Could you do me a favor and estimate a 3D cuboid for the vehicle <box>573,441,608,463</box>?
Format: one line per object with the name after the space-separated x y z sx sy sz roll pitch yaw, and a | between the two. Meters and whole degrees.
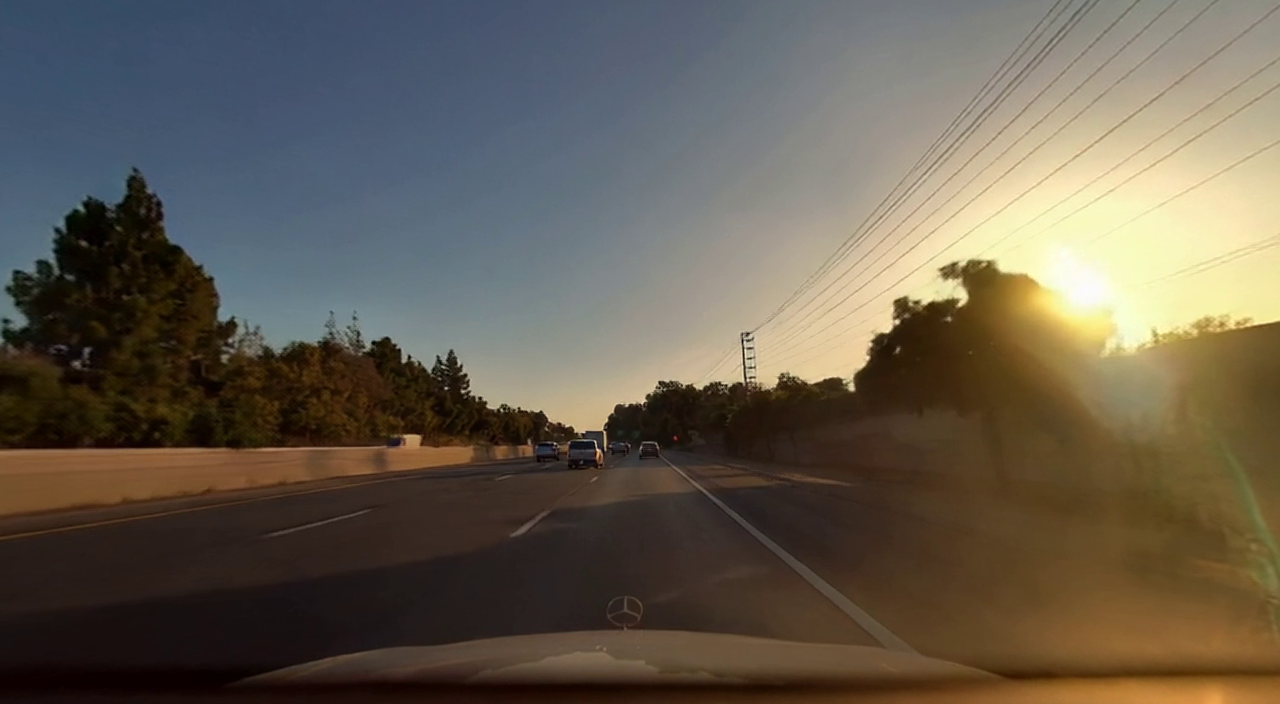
-3.367 6.878 43.282 2.046 1.478 4.111 0 -8 1 | vehicle

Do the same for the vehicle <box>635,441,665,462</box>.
0.706 7.261 45.868 2.057 1.453 3.926 0 -8 0 | vehicle

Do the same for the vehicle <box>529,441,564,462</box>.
-7.007 7.501 47.427 1.936 1.497 4.251 0 -8 2 | vehicle
